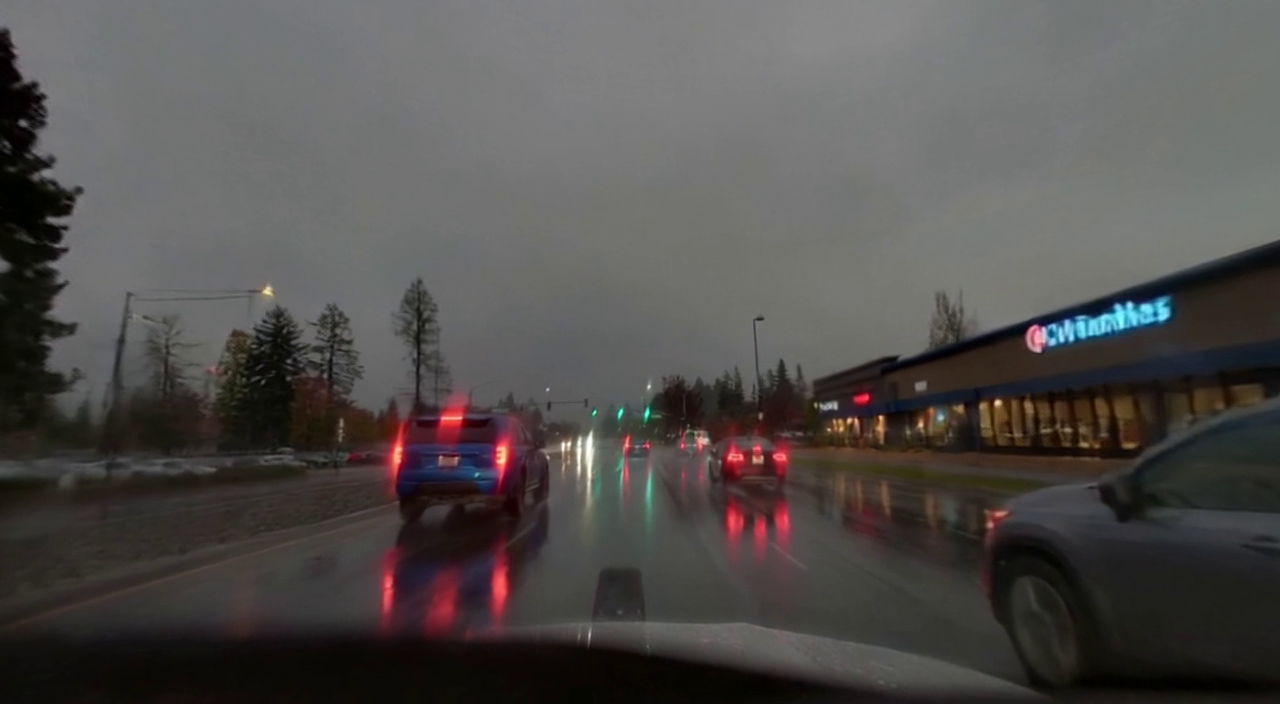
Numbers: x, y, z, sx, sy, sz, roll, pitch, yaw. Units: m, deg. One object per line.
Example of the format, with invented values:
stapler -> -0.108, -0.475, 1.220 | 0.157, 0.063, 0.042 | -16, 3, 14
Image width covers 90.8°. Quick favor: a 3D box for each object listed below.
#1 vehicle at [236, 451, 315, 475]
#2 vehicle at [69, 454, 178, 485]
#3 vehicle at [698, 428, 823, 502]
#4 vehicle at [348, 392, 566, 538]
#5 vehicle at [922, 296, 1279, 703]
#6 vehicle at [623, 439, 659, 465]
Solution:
vehicle -> -28.030, 8.562, 48.721 | 4.862, 1.478, 2.057 | -4, -9, -2
vehicle -> -28.826, 6.537, 35.366 | 4.441, 1.625, 1.916 | -1, -8, 3
vehicle -> 2.843, 2.810, 16.152 | 2.174, 1.596, 4.779 | 0, -8, -1
vehicle -> -2.902, 1.987, 11.656 | 2.368, 2.037, 5.319 | 0, -8, 0
vehicle -> 2.849, 0.703, 1.798 | 2.018, 1.719, 4.369 | 0, -8, -1
vehicle -> 0.017, 5.932, 37.546 | 2.008, 1.464, 4.052 | 0, -8, -1
